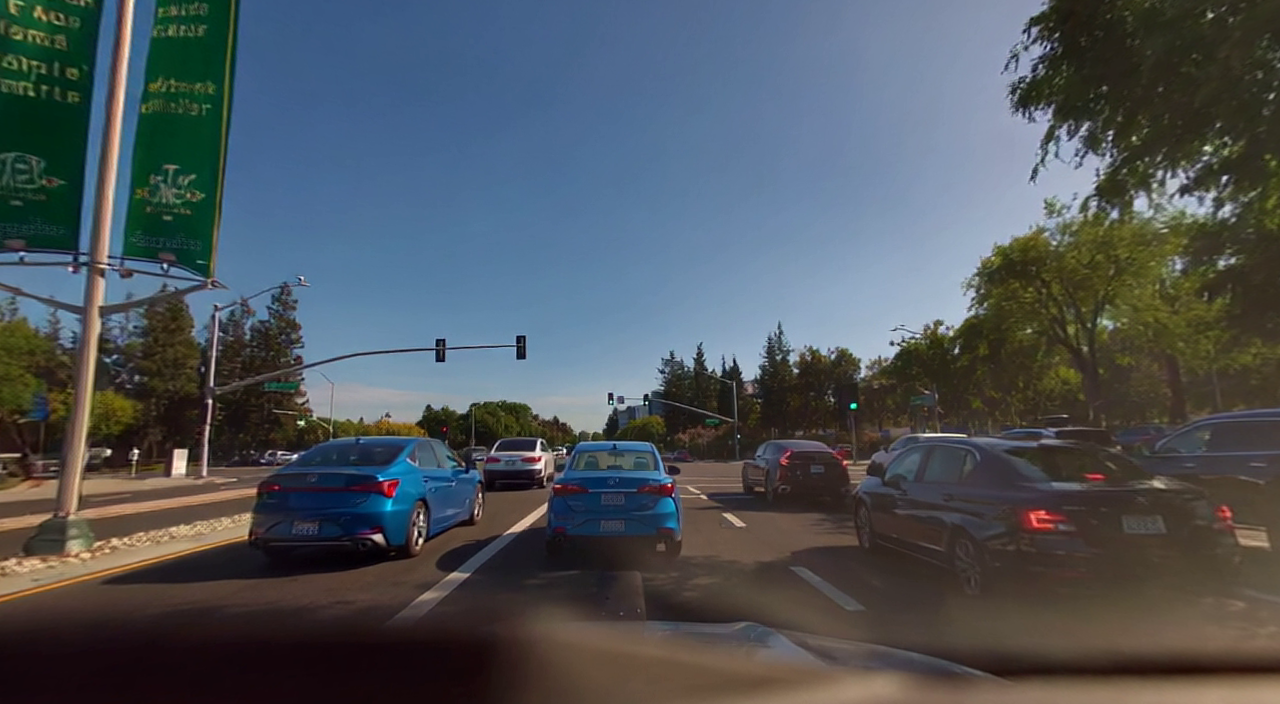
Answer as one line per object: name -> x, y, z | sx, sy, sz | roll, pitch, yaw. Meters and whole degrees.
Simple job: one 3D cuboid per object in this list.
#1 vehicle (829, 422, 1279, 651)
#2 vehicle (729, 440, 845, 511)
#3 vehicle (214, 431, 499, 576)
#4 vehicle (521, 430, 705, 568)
vehicle -> 3.600, 1.540, 6.407 | 1.953, 1.471, 4.470 | 0, -9, 0
vehicle -> 3.410, 2.917, 15.415 | 1.852, 1.498, 3.825 | 0, -9, -1
vehicle -> -3.367, 1.864, 8.576 | 1.929, 1.457, 4.136 | 0, -9, 0
vehicle -> -0.312, 1.881, 8.767 | 1.994, 1.479, 3.647 | 0, -9, -1
